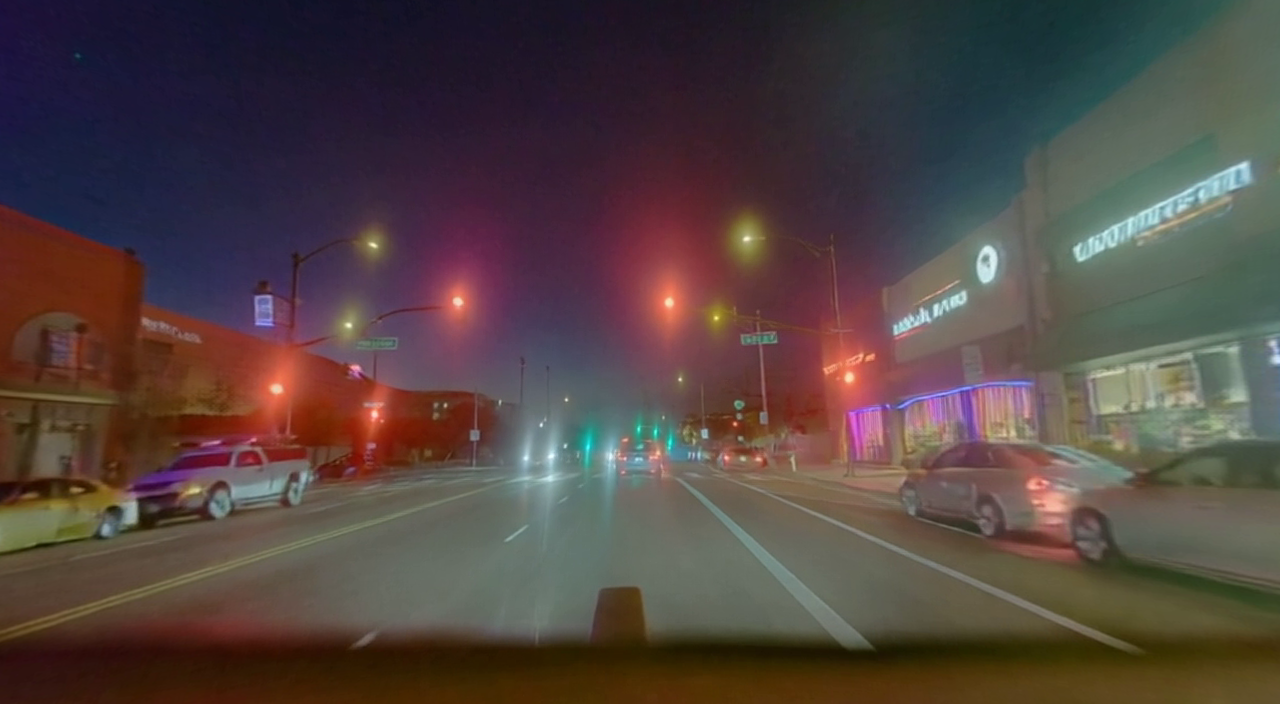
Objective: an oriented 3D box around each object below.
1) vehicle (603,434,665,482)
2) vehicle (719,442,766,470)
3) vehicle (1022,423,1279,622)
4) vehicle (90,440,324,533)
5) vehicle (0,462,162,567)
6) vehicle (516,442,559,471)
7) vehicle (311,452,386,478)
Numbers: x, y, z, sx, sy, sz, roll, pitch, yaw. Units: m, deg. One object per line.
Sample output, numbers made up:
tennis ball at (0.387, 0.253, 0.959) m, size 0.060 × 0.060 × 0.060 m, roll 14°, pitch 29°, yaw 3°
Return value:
vehicle at (-0.196, 3.848, 23.245) m, size 2.086 × 1.575 × 4.205 m, roll 0°, pitch -8°, yaw 0°
vehicle at (5.819, 5.957, 36.365) m, size 1.859 × 1.470 × 4.476 m, roll 0°, pitch -8°, yaw -1°
vehicle at (5.759, 1.405, 5.631) m, size 1.891 × 1.489 × 4.344 m, roll 0°, pitch -8°, yaw -1°
vehicle at (-11.251, 3.439, 17.238) m, size 2.240 × 2.052 × 5.872 m, roll 0°, pitch -8°, yaw 0°
vehicle at (-11.010, 2.770, 10.984) m, size 1.868 × 1.502 × 4.626 m, roll 0°, pitch -8°, yaw -2°
vehicle at (-6.281, 6.400, 39.012) m, size 1.918 × 1.679 × 4.209 m, roll 0°, pitch -8°, yaw 0°
vehicle at (-20.104, 7.845, 43.687) m, size 4.212 × 1.641 × 1.935 m, roll -1°, pitch -12°, yaw 2°
